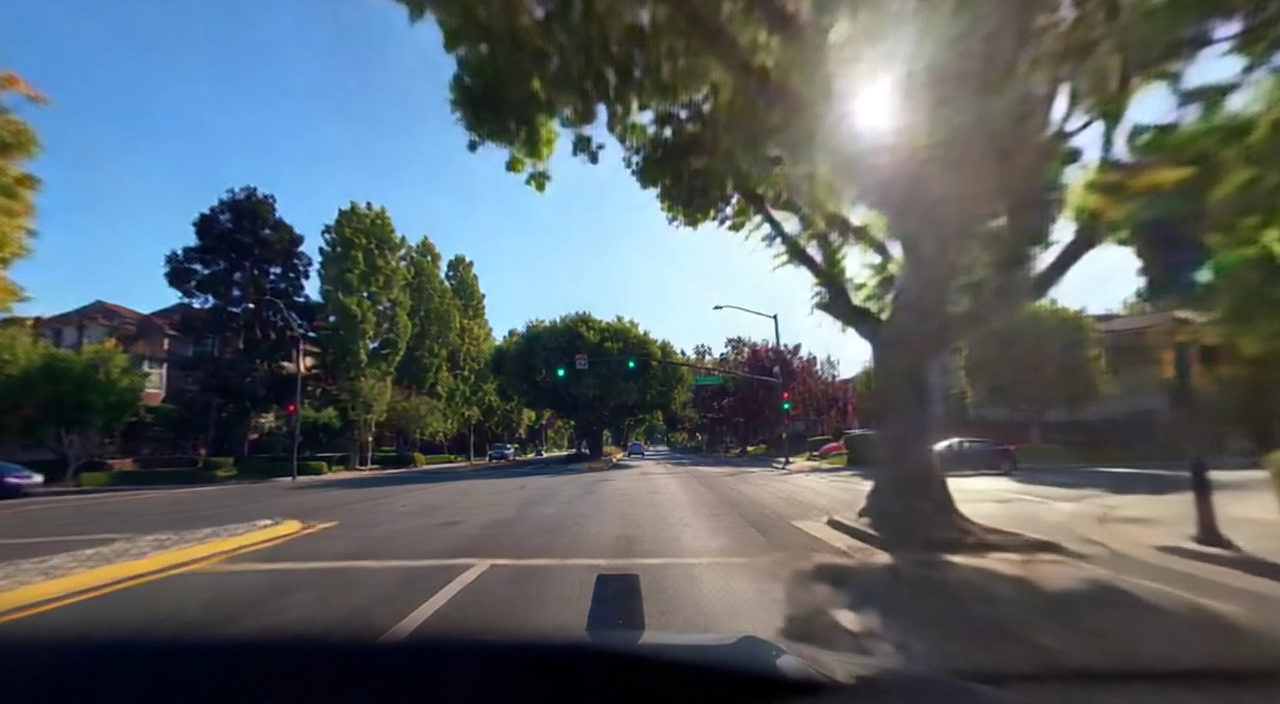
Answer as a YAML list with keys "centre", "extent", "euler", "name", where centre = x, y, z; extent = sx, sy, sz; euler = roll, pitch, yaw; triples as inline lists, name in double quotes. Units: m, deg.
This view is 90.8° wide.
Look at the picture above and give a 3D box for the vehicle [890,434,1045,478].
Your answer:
- centre: [12.061, 3.861, 23.505]
  extent: [4.611, 1.505, 2.029]
  euler: [0, -9, -1]
  name: "vehicle"
